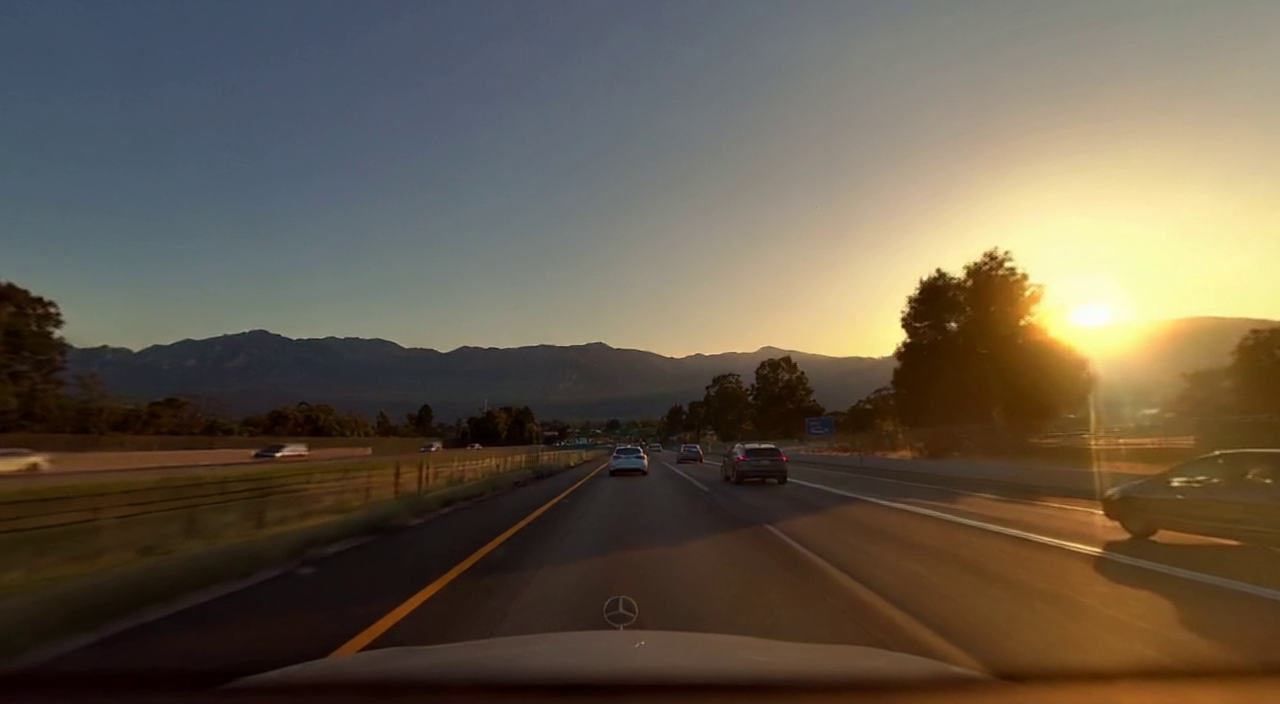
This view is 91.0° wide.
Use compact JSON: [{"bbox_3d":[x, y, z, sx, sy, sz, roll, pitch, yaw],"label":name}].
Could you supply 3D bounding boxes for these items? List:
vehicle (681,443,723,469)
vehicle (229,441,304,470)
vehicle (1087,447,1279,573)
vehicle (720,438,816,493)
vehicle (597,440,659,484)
[{"bbox_3d":[3.622,6.145,37.528,1.957,1.447,4.241,0,-9,-1],"label":"vehicle"},{"bbox_3d":[-24.780,6.886,41.984,2.015,1.790,4.770,0,-9,0],"label":"vehicle"},{"bbox_3d":[7.649,1.726,7.071,1.910,1.303,4.462,0,-9,-1],"label":"vehicle"},{"bbox_3d":[3.793,3.440,19.483,1.949,1.493,4.272,0,-9,-2],"label":"vehicle"},{"bbox_3d":[-0.441,3.980,22.994,2.085,1.449,3.860,0,-9,-1],"label":"vehicle"}]
